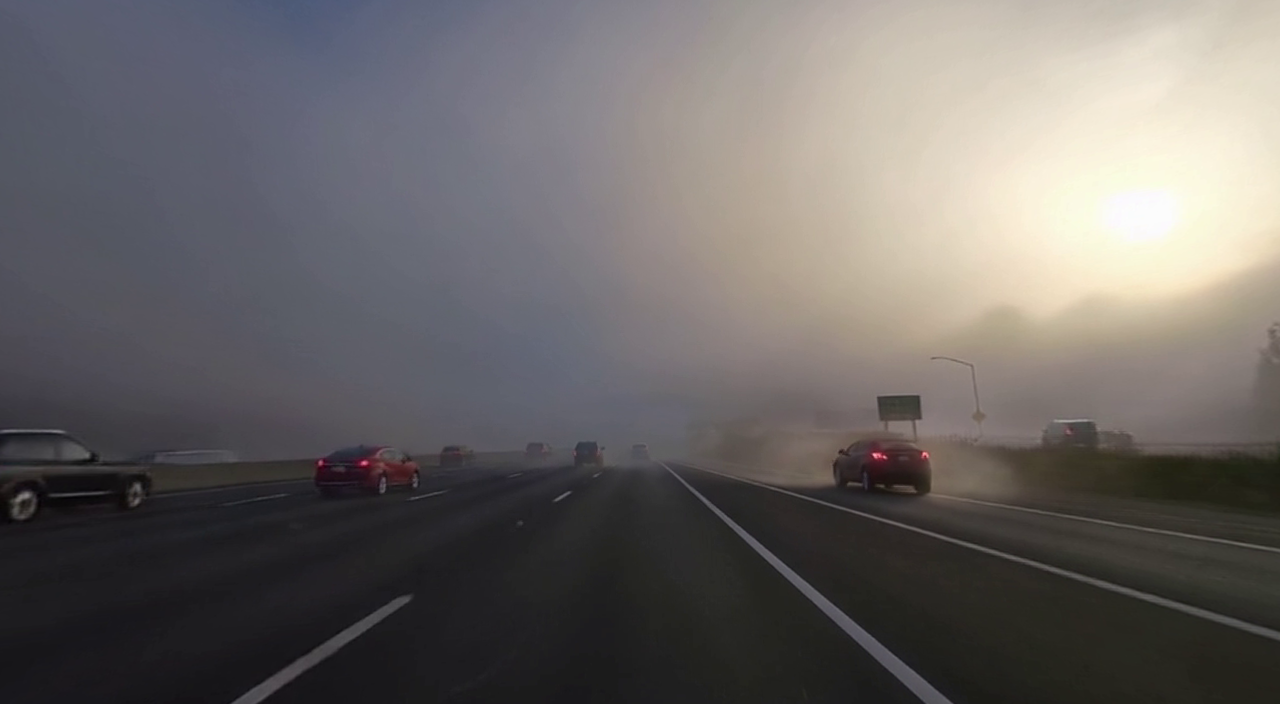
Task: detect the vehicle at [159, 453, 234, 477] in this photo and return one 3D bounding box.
[{"bbox_3d":[-33.029,8.438,47.102,1.968,1.583,5.035,-2,-9,0],"label":"vehicle"}]

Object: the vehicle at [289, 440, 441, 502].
[{"bbox_3d":[-7.414,3.250,17.613,2.071,1.486,4.703,0,-9,1],"label":"vehicle"}]

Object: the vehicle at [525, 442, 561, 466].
[{"bbox_3d":[-7.608,8.055,49.930,2.087,1.755,4.457,0,-9,1],"label":"vehicle"}]

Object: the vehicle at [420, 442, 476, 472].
[{"bbox_3d":[-11.266,6.190,37.280,1.958,1.633,4.302,0,-9,0],"label":"vehicle"}]

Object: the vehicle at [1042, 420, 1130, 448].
[{"bbox_3d":[26.009,4.866,36.949,1.884,1.571,4.352,0,-9,-1],"label":"vehicle"}]

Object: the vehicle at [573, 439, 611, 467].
[{"bbox_3d":[-3.527,7.544,47.125,2.288,1.962,5.119,0,-9,1],"label":"vehicle"}]

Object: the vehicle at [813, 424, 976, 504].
[{"bbox_3d":[6.520,2.938,16.910,2.259,1.816,4.862,0,-9,-1],"label":"vehicle"}]

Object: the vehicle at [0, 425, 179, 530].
[{"bbox_3d":[-11.126,2.204,11.404,2.107,1.628,4.446,0,-9,1],"label":"vehicle"}]
